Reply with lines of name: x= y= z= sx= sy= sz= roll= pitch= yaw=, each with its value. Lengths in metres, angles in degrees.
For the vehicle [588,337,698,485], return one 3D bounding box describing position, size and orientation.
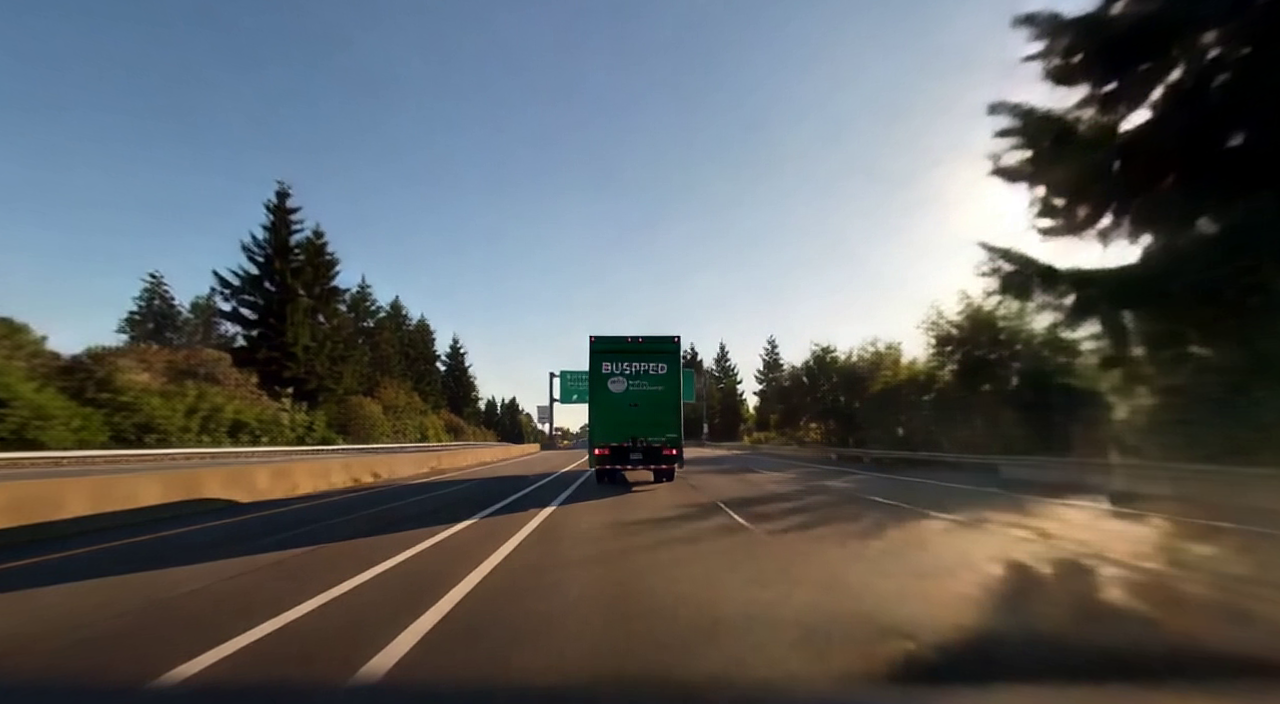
vehicle: x=-0.043 y=2.129 z=20.937 sx=2.870 sy=3.911 sz=8.697 roll=0 pitch=-8 yaw=-2
